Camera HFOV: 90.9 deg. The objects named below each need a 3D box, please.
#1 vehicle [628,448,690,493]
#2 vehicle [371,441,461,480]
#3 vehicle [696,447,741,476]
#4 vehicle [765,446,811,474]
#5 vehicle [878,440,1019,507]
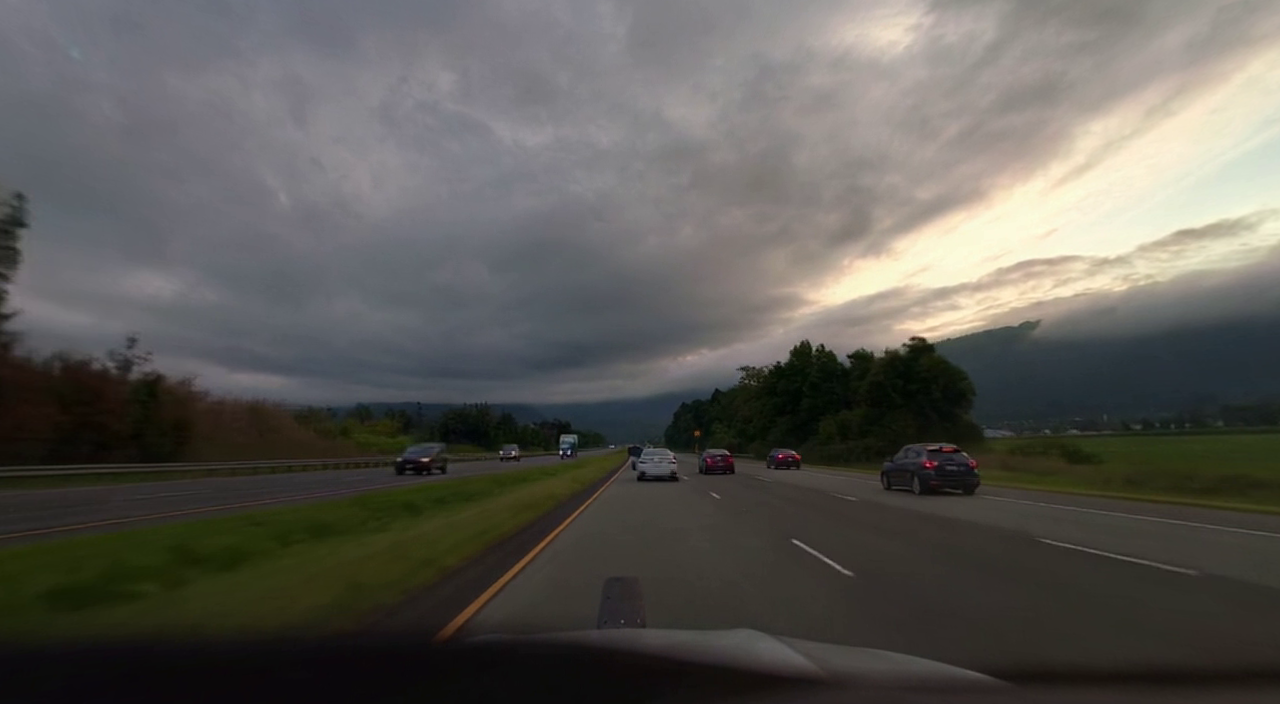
[{"bbox_3d":[0.629,4.146,22.362,2.020,1.426,3.702,0,-9,0],"label":"vehicle"},{"bbox_3d":[-9.197,4.488,26.299,1.990,1.466,4.544,-1,-9,2],"label":"vehicle"},{"bbox_3d":[4.362,6.185,35.664,1.981,1.518,4.029,0,-9,-1],"label":"vehicle"},{"bbox_3d":[9.166,6.716,39.291,1.957,1.594,3.632,0,-9,-1],"label":"vehicle"},{"bbox_3d":[8.070,3.186,16.925,1.847,1.554,3.752,0,-9,0],"label":"vehicle"}]
